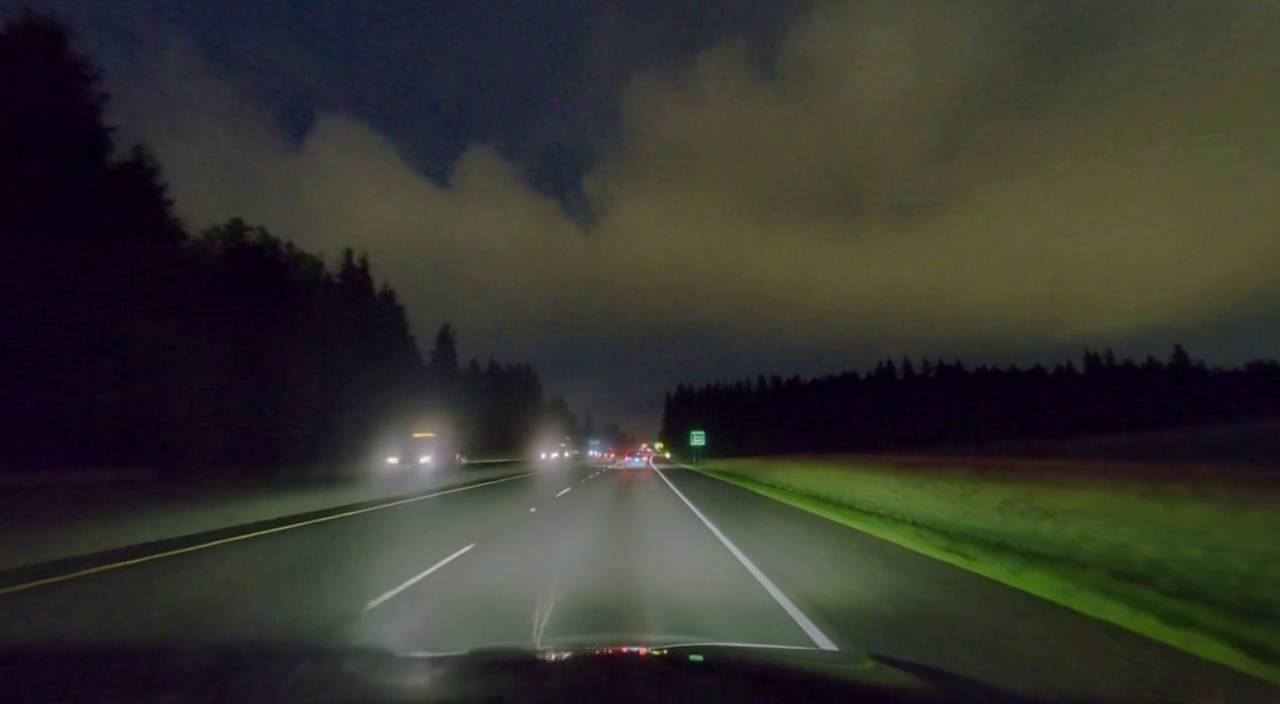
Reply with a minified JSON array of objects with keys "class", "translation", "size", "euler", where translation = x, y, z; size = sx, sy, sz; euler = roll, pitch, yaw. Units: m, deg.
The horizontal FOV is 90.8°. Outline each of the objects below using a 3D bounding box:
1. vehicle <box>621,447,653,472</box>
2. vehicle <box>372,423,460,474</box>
[{"class":"vehicle","translation":[-0.203,6.681,39.268],"size":[1.853,1.436,3.438],"euler":[0,-9,-1]},{"class":"vehicle","translation":[-12.045,5.293,34.690],"size":[2.236,2.494,7.006],"euler":[0,-9,0]}]
